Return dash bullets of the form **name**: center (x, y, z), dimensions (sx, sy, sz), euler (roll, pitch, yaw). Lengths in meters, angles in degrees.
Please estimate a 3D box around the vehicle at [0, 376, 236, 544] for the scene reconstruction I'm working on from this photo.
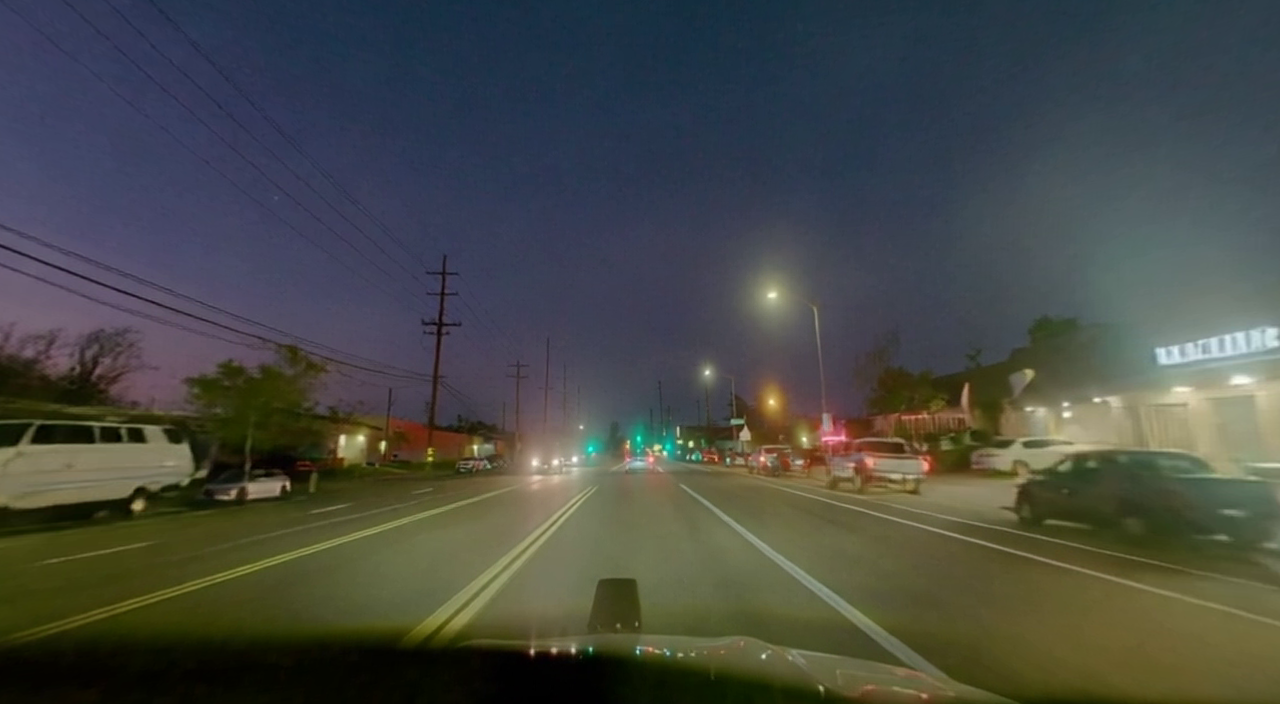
- **vehicle**: center (-14.207, 2.688, 16.175), dimensions (2.865, 3.346, 7.163), euler (0, -8, 0)

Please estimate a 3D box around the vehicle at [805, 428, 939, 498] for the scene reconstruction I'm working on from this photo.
- **vehicle**: center (7.633, 3.721, 21.684), dimensions (2.370, 2.022, 5.918), euler (0, -8, 0)

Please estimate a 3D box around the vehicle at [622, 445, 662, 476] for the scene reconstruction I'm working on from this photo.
- **vehicle**: center (0.070, 5.942, 34.839), dimensions (2.067, 1.547, 4.513), euler (0, -8, -1)

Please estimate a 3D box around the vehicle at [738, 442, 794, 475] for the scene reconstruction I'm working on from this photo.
- **vehicle**: center (7.640, 6.508, 38.950), dimensions (2.188, 1.903, 5.324), euler (0, -8, -2)

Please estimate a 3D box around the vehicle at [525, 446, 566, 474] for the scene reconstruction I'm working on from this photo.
- **vehicle**: center (-6.231, 7.139, 42.046), dimensions (2.096, 1.702, 4.244), euler (0, -8, 0)

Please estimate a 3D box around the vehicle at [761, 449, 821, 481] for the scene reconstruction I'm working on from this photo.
- **vehicle**: center (7.719, 5.796, 32.680), dimensions (1.833, 1.475, 4.648), euler (0, -8, -2)

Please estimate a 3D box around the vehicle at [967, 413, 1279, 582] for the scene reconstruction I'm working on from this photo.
- **vehicle**: center (7.909, 2.074, 10.118), dimensions (2.188, 1.897, 5.794), euler (0, -8, 0)
